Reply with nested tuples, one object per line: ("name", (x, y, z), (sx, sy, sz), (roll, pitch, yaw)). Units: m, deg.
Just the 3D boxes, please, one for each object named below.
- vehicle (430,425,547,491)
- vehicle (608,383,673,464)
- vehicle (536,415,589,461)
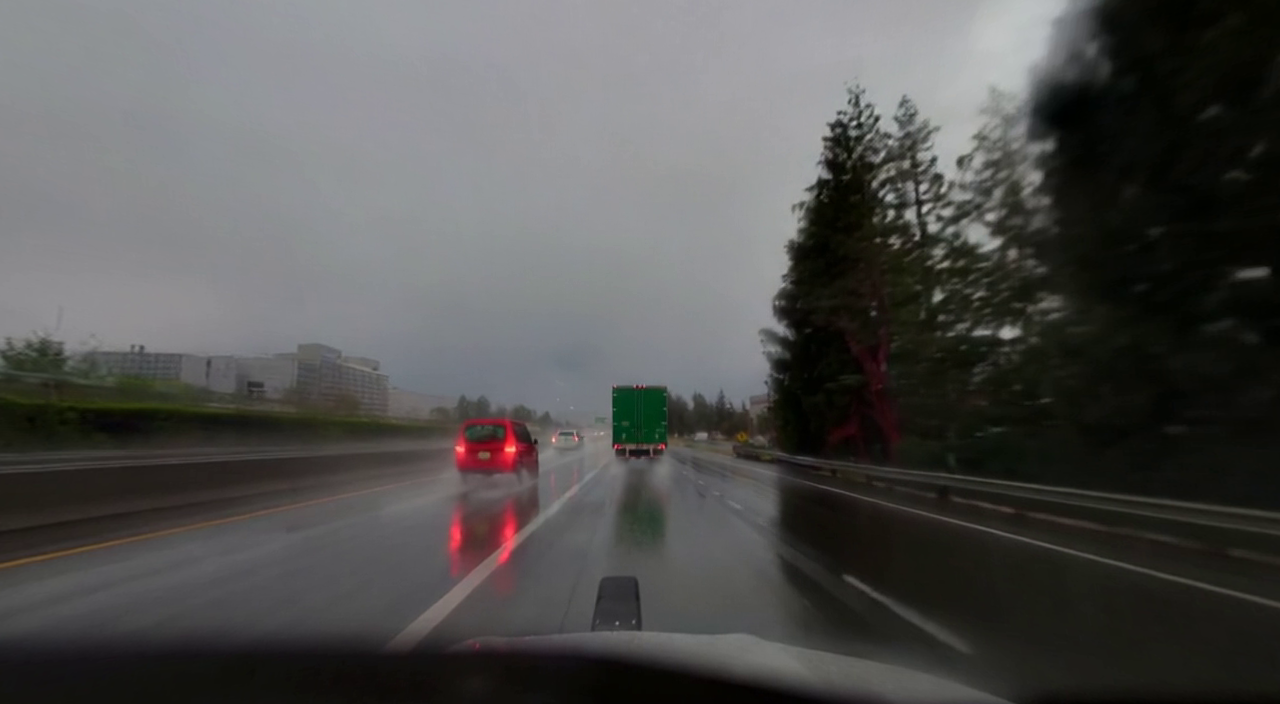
("vehicle", (-4.078, 2.946, 17.972), (2.005, 1.602, 5.131), (0, -8, 1))
("vehicle", (-0.120, 4.312, 36.826), (3.259, 4.066, 9.891), (0, -8, -1))
("vehicle", (-4.862, 5.635, 40.986), (2.717, 2.714, 6.997), (0, -8, -1))
